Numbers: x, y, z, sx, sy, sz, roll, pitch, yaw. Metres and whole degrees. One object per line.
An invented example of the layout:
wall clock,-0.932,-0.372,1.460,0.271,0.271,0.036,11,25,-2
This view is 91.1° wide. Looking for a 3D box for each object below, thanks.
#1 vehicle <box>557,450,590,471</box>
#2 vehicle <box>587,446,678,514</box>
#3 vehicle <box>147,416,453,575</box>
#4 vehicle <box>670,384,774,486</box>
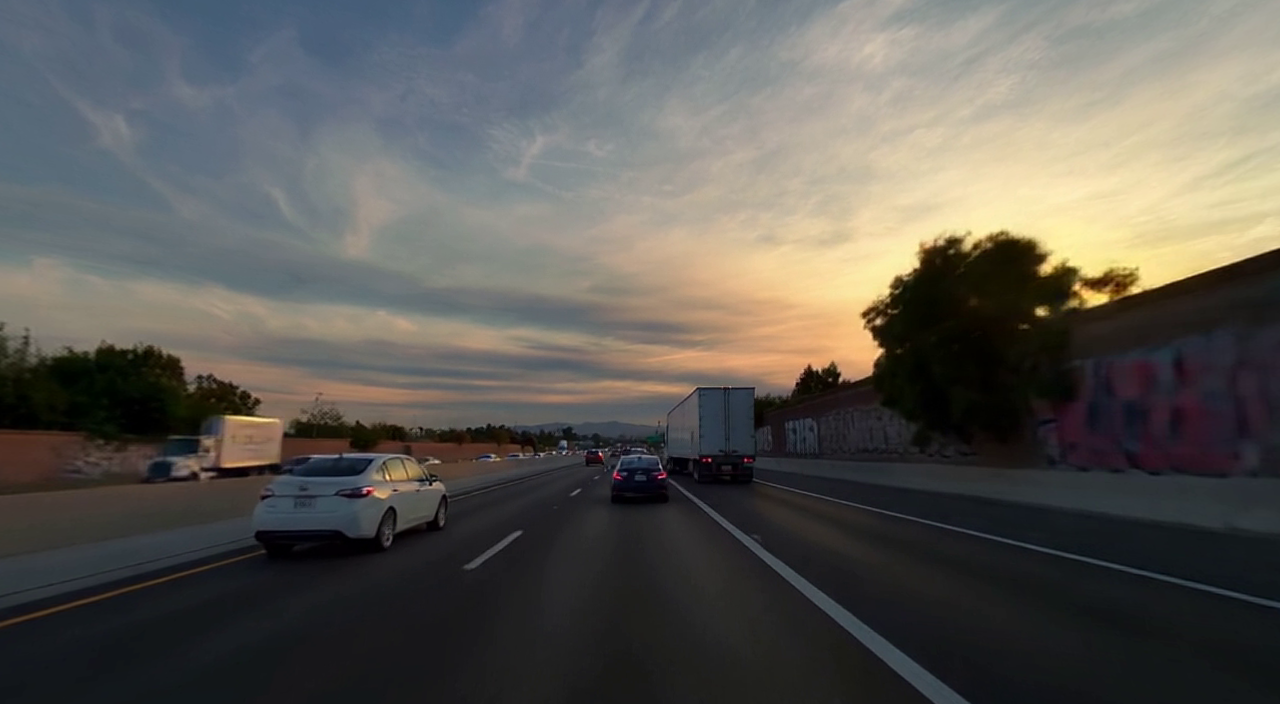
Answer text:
vehicle,-5.012,8.243,47.992,2.067,1.481,4.085,0,-9,0
vehicle,-0.221,3.145,16.018,2.033,1.468,4.015,0,-9,-2
vehicle,-4.525,1.966,9.476,1.988,1.750,4.711,0,-9,0
vehicle,3.583,4.350,32.129,2.902,4.014,14.446,0,-9,-2
